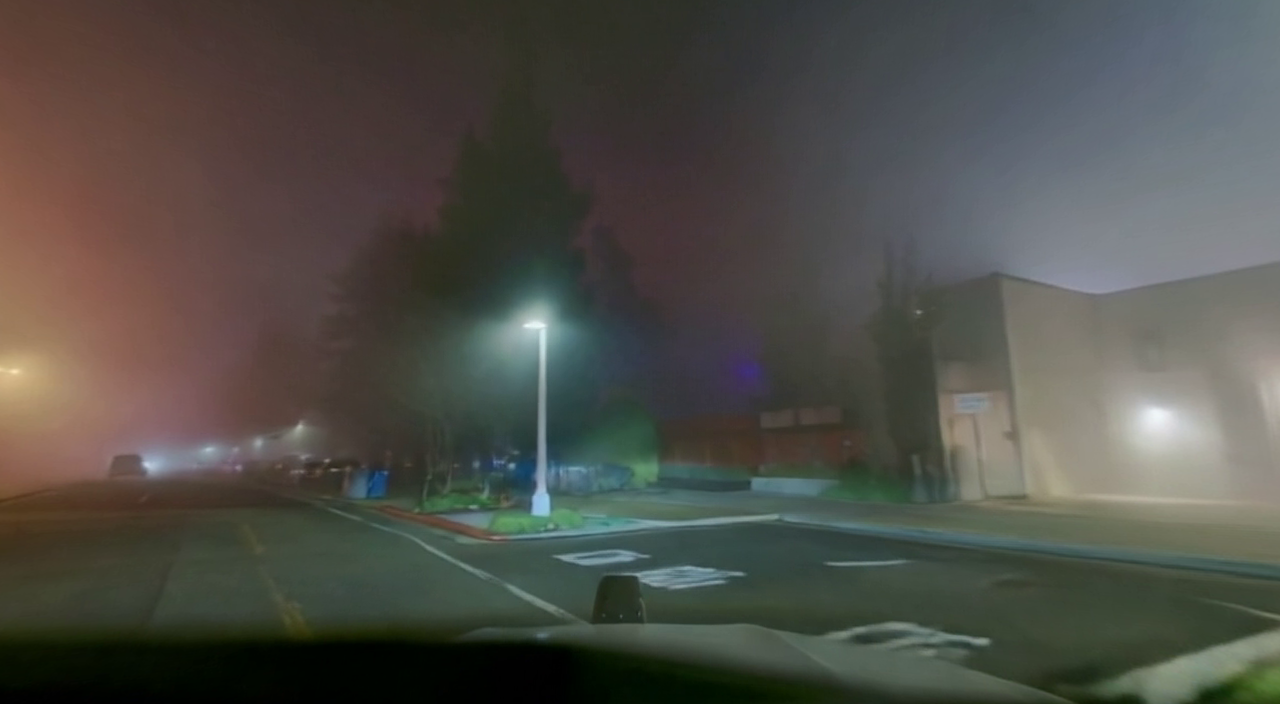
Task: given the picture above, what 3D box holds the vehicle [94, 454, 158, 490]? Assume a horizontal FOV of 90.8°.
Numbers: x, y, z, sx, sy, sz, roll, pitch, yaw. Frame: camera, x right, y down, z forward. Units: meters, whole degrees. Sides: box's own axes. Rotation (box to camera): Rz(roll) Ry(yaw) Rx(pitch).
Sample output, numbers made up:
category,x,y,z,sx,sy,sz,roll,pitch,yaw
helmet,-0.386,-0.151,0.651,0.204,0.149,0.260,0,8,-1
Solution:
category,x,y,z,sx,sy,sz,roll,pitch,yaw
vehicle,-28.916,6.724,35.710,2.180,1.806,4.541,5,-10,-32
